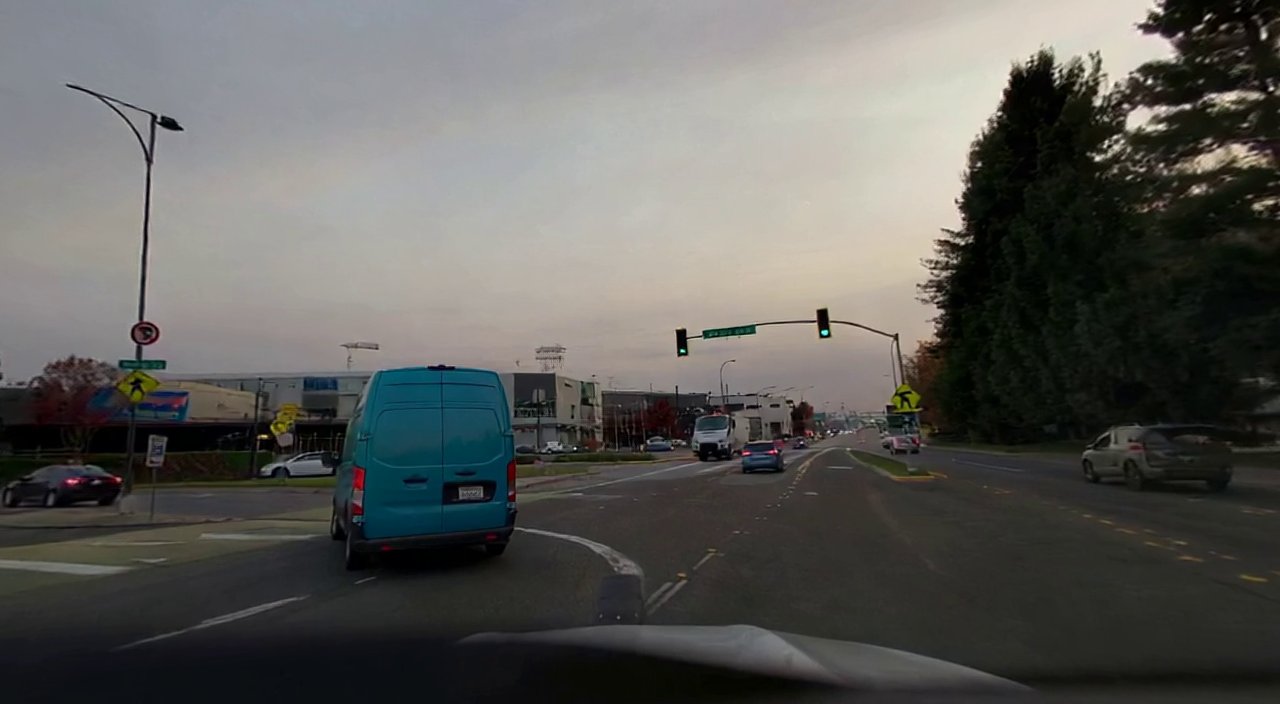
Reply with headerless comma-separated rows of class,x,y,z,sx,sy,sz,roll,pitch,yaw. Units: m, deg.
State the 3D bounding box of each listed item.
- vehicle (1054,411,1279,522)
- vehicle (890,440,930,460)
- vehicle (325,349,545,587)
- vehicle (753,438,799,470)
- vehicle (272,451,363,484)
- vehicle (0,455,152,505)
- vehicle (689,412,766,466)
vehicle,10.046,2.118,12.002,2.158,1.696,4.417,-3,-9,16
vehicle,20.930,7.611,48.703,2.144,1.473,4.250,-3,-9,15
vehicle,-3.544,1.725,10.067,2.432,2.624,5.670,4,-10,-25
vehicle,7.359,5.456,33.687,1.948,1.613,3.879,-3,-9,18
vehicle,-17.088,6.065,33.282,4.109,1.592,2.008,4,-10,-28
vehicle,-19.408,4.333,21.502,4.457,1.533,1.933,-3,-9,18
vehicle,6.757,6.446,45.699,3.158,3.294,13.584,-4,-10,17
